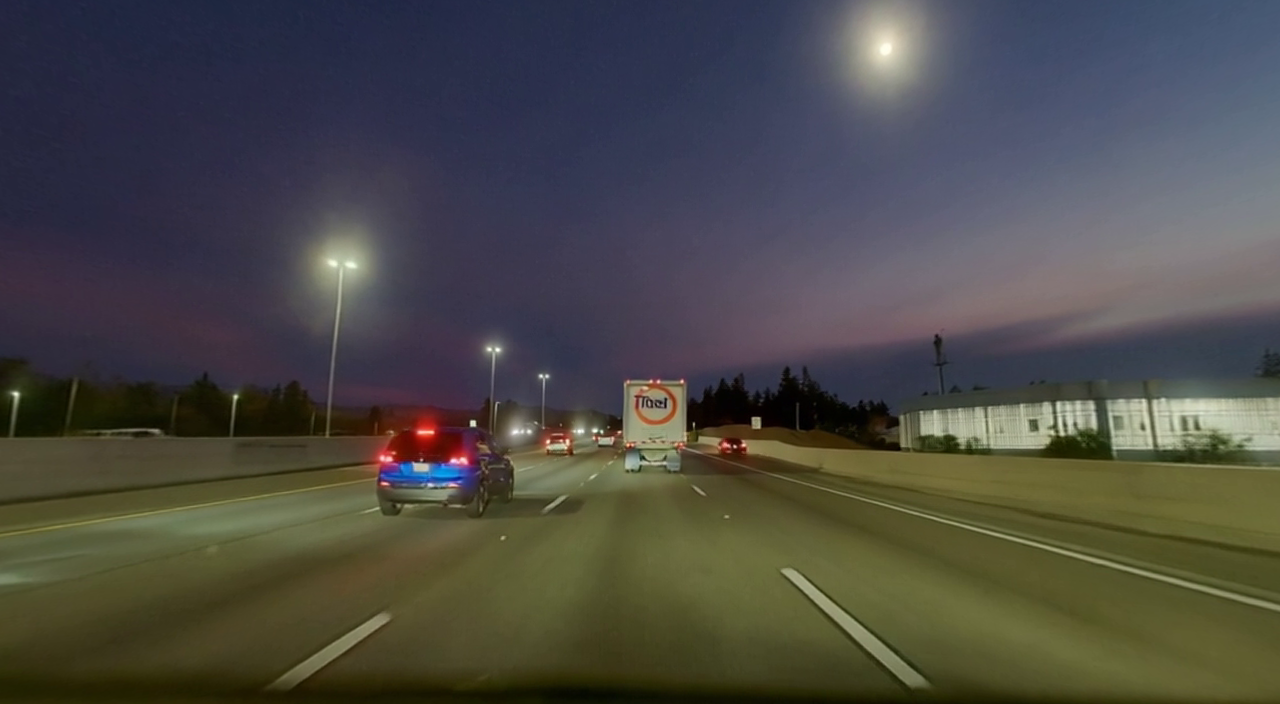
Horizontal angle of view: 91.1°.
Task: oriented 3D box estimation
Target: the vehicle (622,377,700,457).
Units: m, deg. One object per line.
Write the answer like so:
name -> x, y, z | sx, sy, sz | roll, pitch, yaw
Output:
vehicle -> 1.730, 4.137, 39.797 | 3.657, 4.173, 13.731 | -1, -6, 7

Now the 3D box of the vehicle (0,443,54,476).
vehicle -> -34.817, 6.038, 35.487 | 2.261, 1.730, 4.674 | 7, -11, -42

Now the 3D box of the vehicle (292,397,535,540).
vehicle -> -3.337, 1.863, 10.601 | 2.178, 1.826, 4.933 | 0, -8, 1

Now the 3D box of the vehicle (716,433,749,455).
vehicle -> 7.297, 7.333, 49.891 | 1.958, 1.681, 4.109 | 0, -8, -1
